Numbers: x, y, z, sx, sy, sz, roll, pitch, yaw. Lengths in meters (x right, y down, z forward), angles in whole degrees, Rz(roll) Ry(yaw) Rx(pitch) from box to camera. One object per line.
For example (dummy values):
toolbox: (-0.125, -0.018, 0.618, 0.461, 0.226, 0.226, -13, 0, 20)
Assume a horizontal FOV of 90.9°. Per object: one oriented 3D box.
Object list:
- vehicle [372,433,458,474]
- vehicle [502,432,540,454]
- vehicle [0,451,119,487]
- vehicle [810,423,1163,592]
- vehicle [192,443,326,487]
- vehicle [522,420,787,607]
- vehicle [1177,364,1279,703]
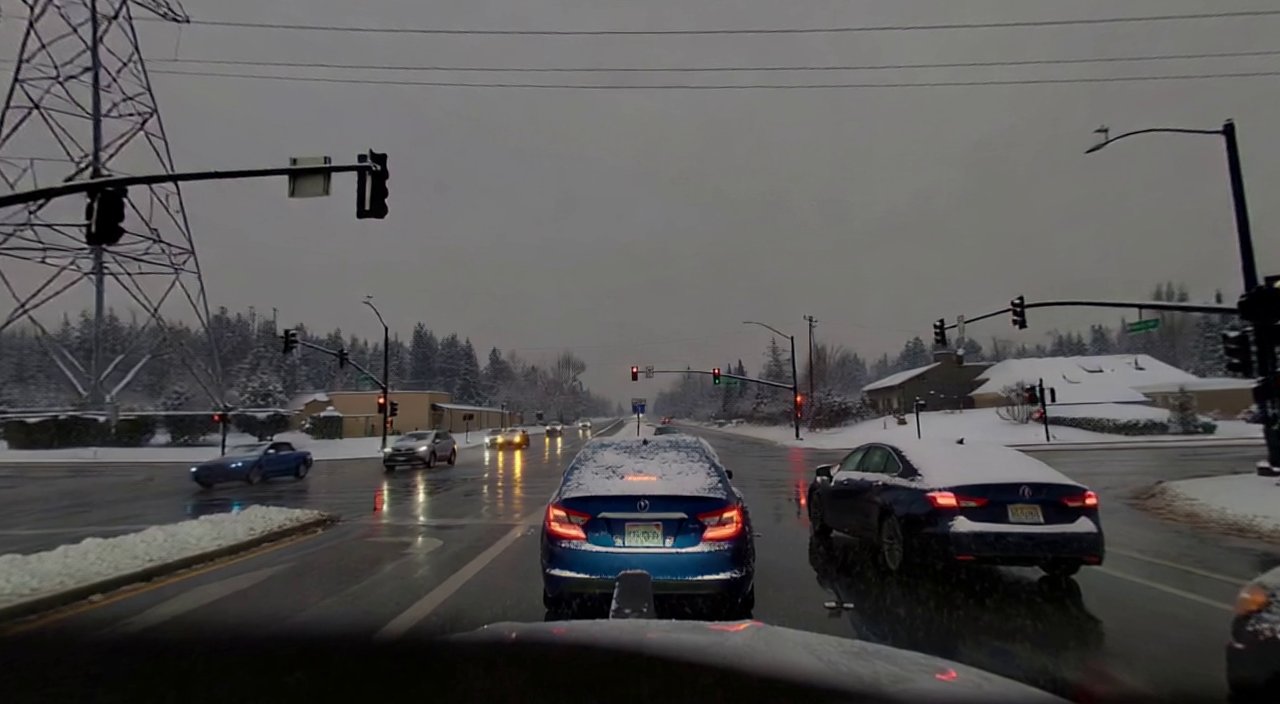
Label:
vehicle: (-9.452, 4.298, 26.927, 1.910, 1.597, 4.334, -1, -8, 2)
vehicle: (-8.825, 6.821, 47.060, 1.910, 1.537, 4.123, -1, -8, 3)
vehicle: (-25.941, 5.113, 27.739, 4.263, 1.464, 1.895, 0, -8, -1)
vehicle: (3.643, 1.684, 7.722, 1.835, 1.473, 4.190, 0, -8, -2)
vehicle: (-14.171, 4.197, 23.820, 2.089, 1.464, 4.520, -1, -8, 2)
vehicle: (0.103, 1.597, 7.127, 2.117, 1.474, 4.036, 0, -8, 0)
vehicle: (3.403, 0.590, 0.628, 1.926, 1.614, 4.330, 0, -8, 1)
